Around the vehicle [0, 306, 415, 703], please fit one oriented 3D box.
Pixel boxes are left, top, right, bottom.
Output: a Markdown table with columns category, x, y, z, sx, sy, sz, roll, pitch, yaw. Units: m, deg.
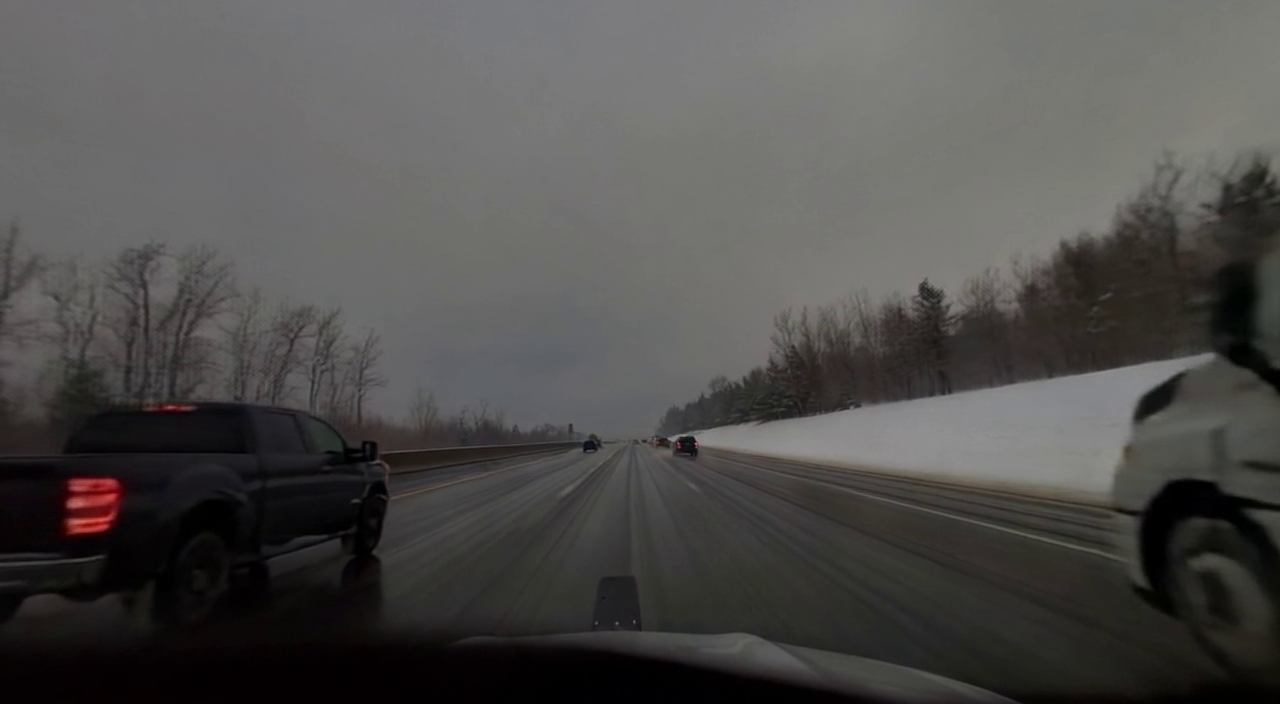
| category | x | y | z | sx | sy | sz | roll | pitch | yaw |
| --- | --- | --- | --- | --- | --- | --- | --- | --- | --- |
| vehicle | -3.558 | 1.004 | 4.509 | 2.185 | 1.772 | 4.656 | 0 | -8 | 0 |

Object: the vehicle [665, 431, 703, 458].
| category | x | y | z | sx | sy | sz | roll | pitch | yaw |
| --- | --- | --- | --- | --- | --- | --- | --- | --- | --- |
| vehicle | 2.976 | 6.368 | 43.417 | 2.124 | 1.696 | 4.173 | 0 | -8 | -2 |
